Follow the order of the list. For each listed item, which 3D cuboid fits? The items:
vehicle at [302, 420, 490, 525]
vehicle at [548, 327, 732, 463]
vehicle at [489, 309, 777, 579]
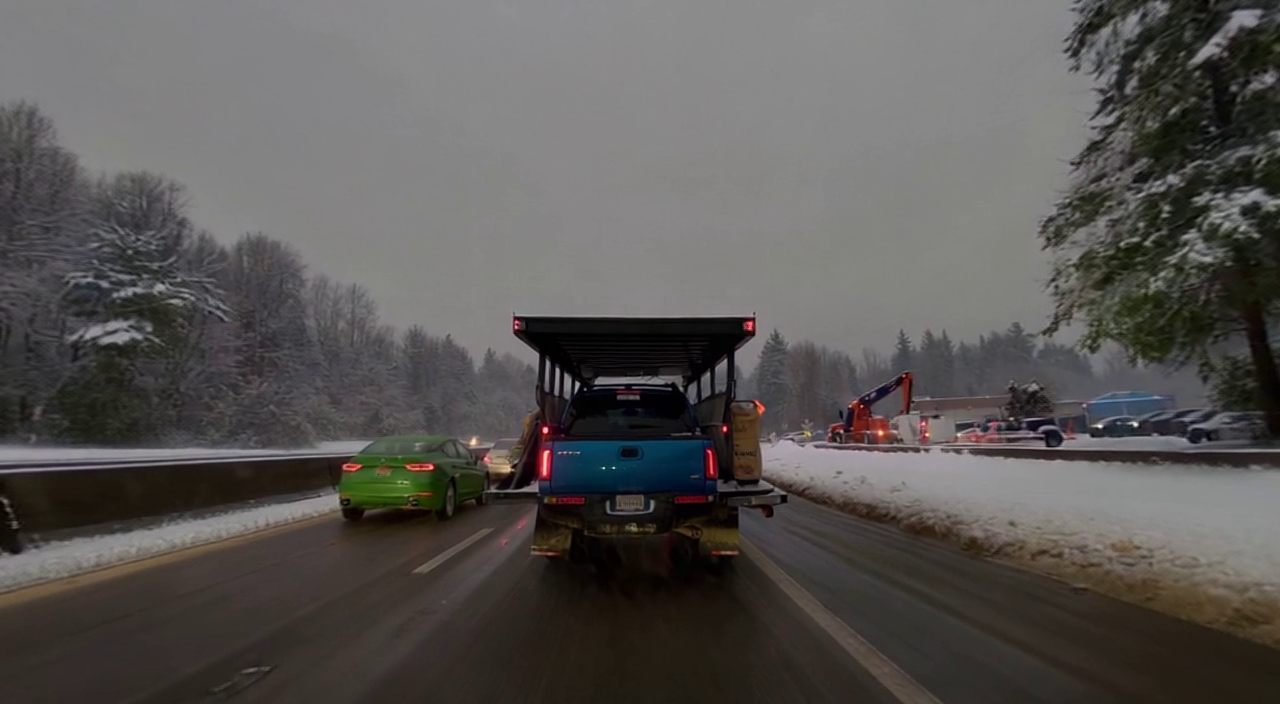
[{"bbox_3d":[-4.465,2.280,12.506,2.057,1.665,4.572,0,-9,-2],"label":"vehicle"},{"bbox_3d":[-0.114,0.850,9.821,2.156,1.604,4.680,0,-9,-3],"label":"vehicle"},{"bbox_3d":[-0.266,1.643,11.363,2.735,2.597,10.435,0,-9,-2],"label":"vehicle"}]
